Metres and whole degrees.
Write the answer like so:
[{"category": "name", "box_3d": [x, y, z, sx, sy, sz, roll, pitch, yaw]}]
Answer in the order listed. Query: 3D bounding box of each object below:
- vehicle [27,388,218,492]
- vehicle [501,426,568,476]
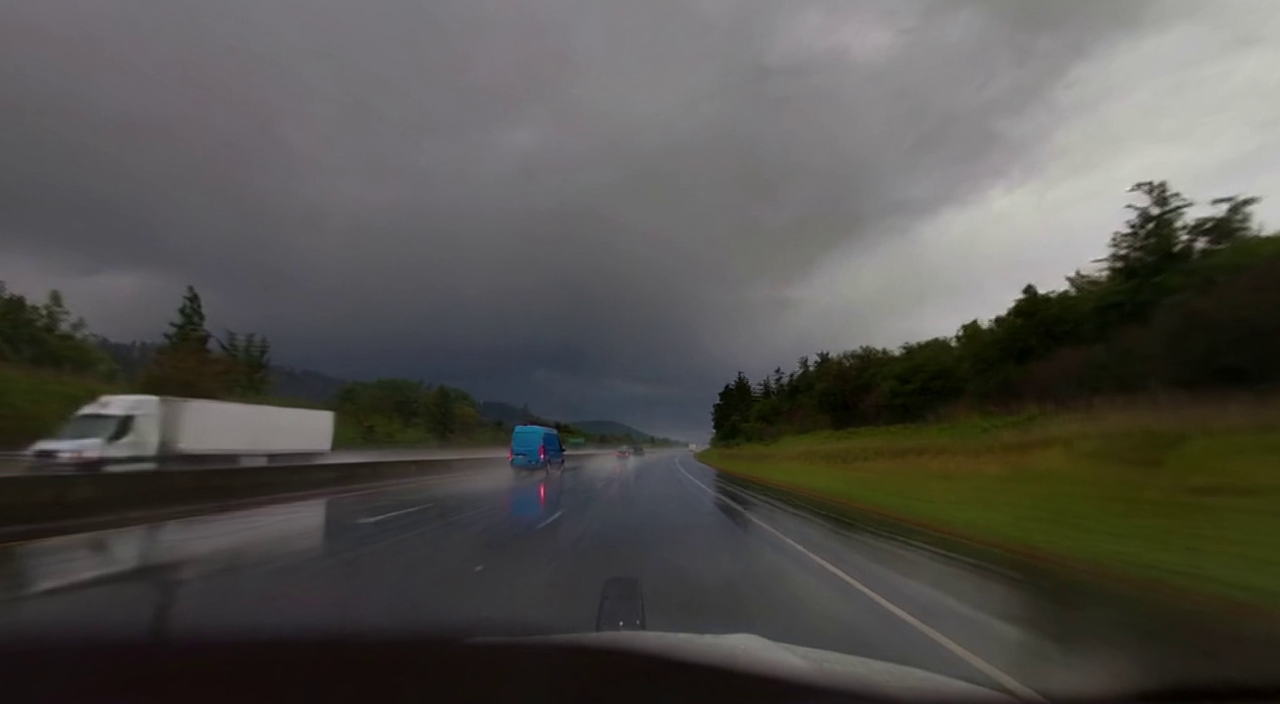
[{"category": "vehicle", "box_3d": [-22.169, 3.870, 27.598, 2.970, 4.003, 5.894, -1, -9, 2]}, {"category": "vehicle", "box_3d": [-5.695, 5.494, 34.958, 2.449, 2.471, 6.130, -1, -9, 2]}]
